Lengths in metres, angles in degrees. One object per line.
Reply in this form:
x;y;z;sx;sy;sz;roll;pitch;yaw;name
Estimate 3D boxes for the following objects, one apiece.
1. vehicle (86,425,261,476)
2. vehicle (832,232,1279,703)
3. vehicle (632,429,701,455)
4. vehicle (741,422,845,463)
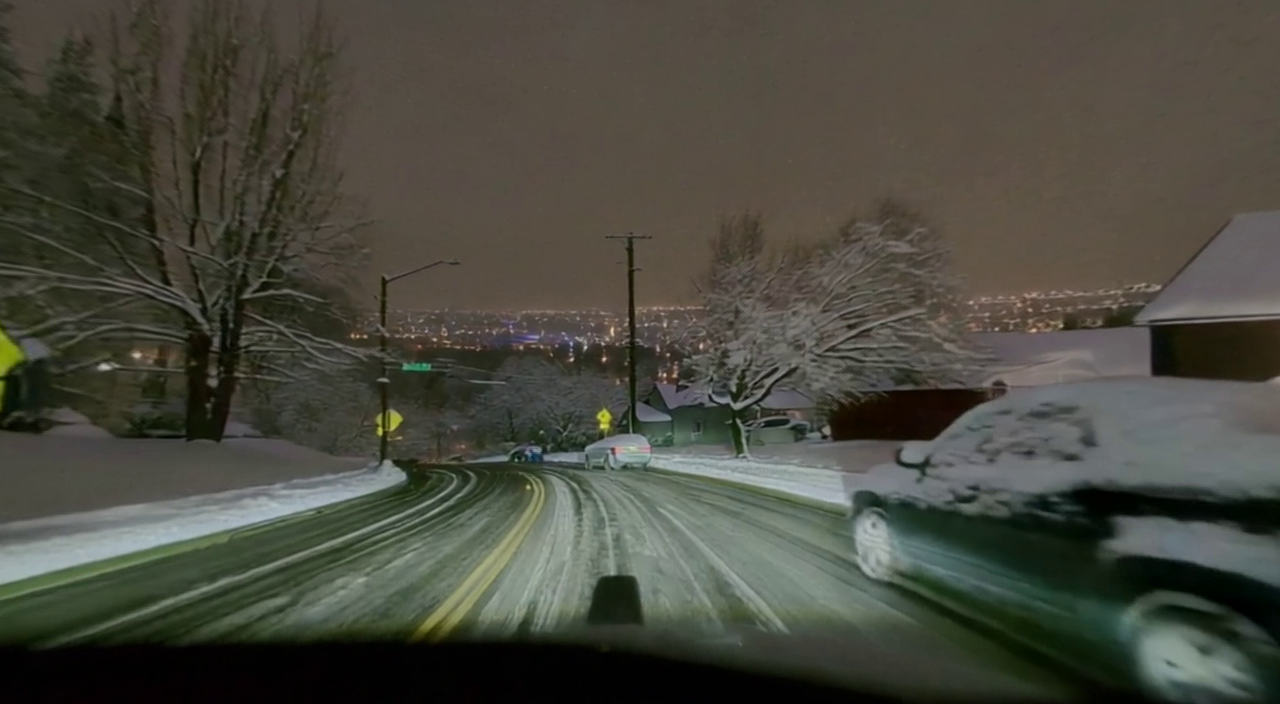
-16.251;3.447;22.280;4.464;1.681;1.906;1;-8;-11;vehicle
2.959;0.738;3.053;2.180;1.849;5.423;0;-8;-2;vehicle
1.901;6.444;45.237;4.583;1.710;1.858;2;-9;-20;vehicle
7.355;4.349;30.517;4.416;1.855;2.060;2;-9;-19;vehicle
